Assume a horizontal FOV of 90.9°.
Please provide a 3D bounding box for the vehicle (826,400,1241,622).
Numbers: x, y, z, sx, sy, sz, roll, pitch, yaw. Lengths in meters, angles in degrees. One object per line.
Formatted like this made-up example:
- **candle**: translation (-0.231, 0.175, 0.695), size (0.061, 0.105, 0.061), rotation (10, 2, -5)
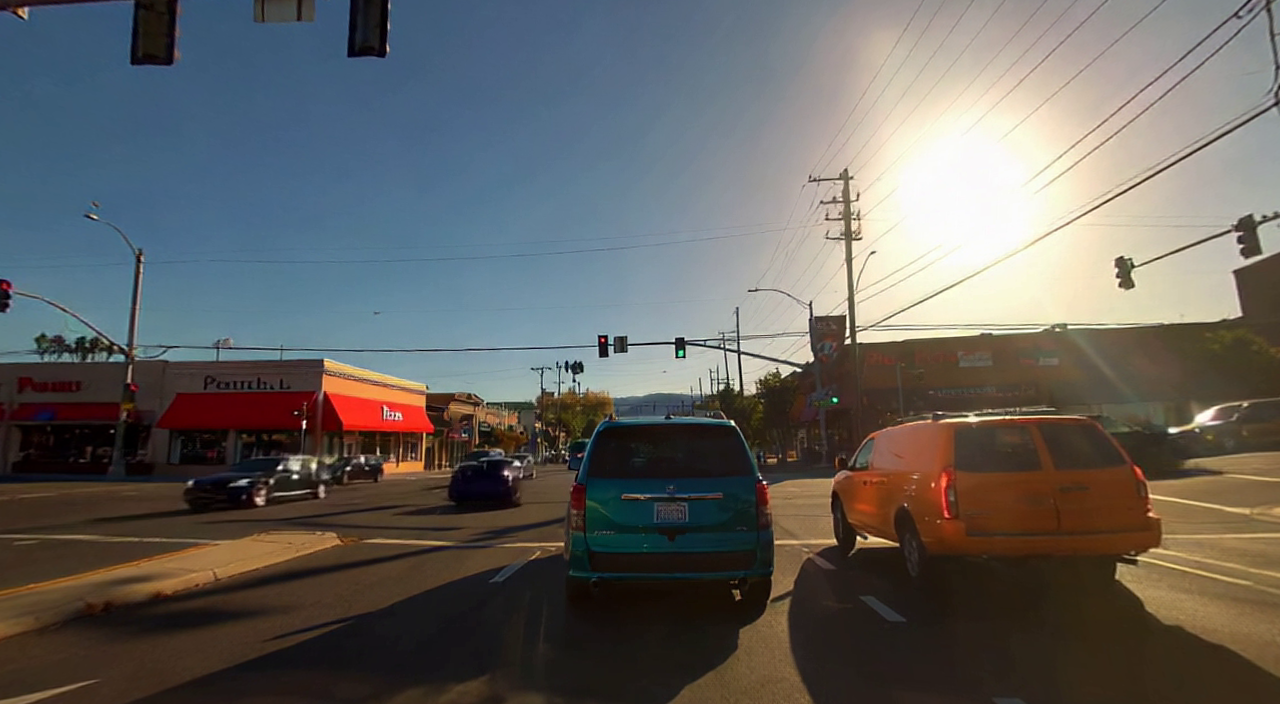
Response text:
- **vehicle**: translation (3.612, 1.516, 6.961), size (1.976, 1.664, 4.189), rotation (-1, -8, 2)

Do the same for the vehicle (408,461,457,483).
- **vehicle**: translation (-15.486, 8.956, 47.265), size (1.875, 1.475, 4.449), rotation (-1, -8, 5)

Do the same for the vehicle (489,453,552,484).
- **vehicle**: translation (-6.202, 6.095, 33.263), size (2.017, 1.468, 4.663), rotation (-1, -8, 5)

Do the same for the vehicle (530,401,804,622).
- **vehicle**: translation (0.261, 1.503, 6.816), size (2.098, 1.682, 3.778), rotation (0, -8, 2)

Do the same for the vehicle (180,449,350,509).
- **vehicle**: translation (-10.706, 3.624, 18.532), size (1.911, 1.461, 4.691), rotation (-1, -8, 4)

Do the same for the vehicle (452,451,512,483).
- **vehicle**: translation (-9.447, 6.905, 38.201), size (2.029, 1.776, 4.711), rotation (-1, -8, 6)

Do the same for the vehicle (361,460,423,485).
- **vehicle**: translation (-16.209, 7.852, 41.457), size (1.872, 1.433, 4.404), rotation (-1, -8, 6)
